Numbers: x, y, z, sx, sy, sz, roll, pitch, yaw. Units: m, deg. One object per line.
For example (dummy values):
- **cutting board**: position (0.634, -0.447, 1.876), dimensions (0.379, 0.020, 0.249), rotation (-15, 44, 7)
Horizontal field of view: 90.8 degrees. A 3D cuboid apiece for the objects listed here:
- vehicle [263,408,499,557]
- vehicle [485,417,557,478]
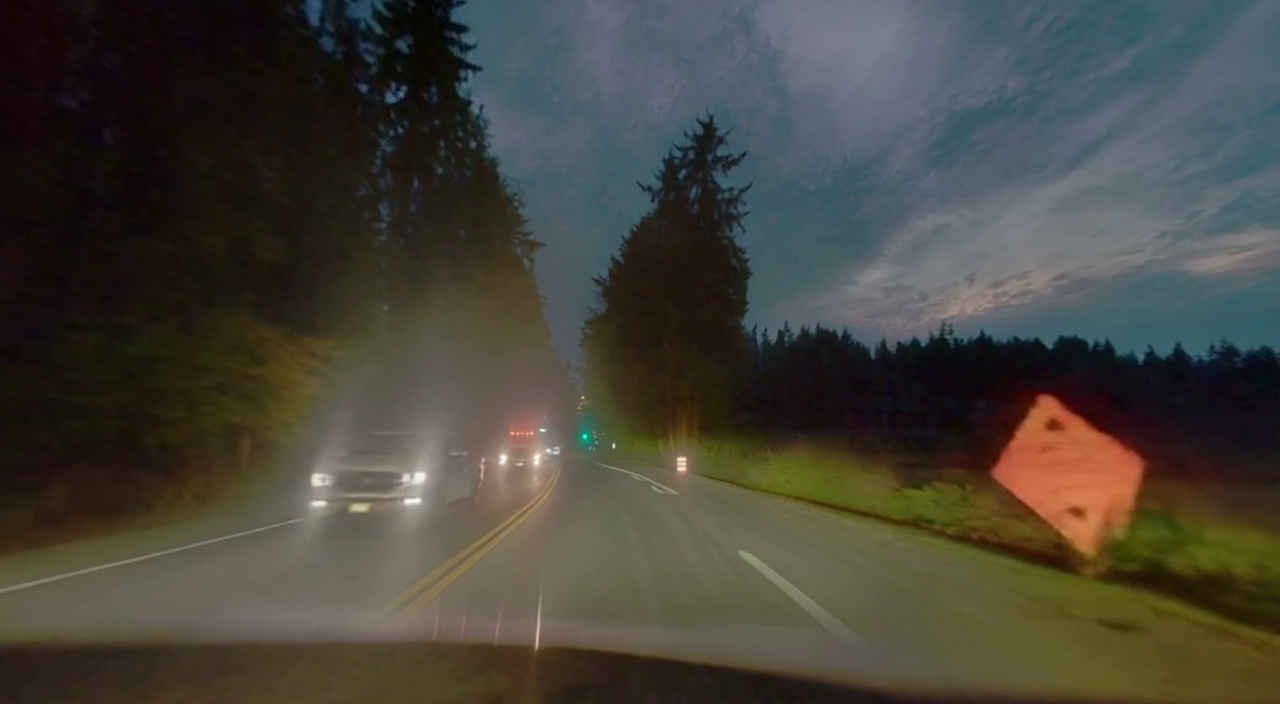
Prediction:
- **vehicle**: position (-3.653, 1.916, 10.001), dimensions (2.057, 1.792, 4.457), rotation (1, -8, -4)
- **vehicle**: position (-5.660, 4.700, 31.231), dimensions (2.939, 2.556, 8.664), rotation (1, -8, -8)
